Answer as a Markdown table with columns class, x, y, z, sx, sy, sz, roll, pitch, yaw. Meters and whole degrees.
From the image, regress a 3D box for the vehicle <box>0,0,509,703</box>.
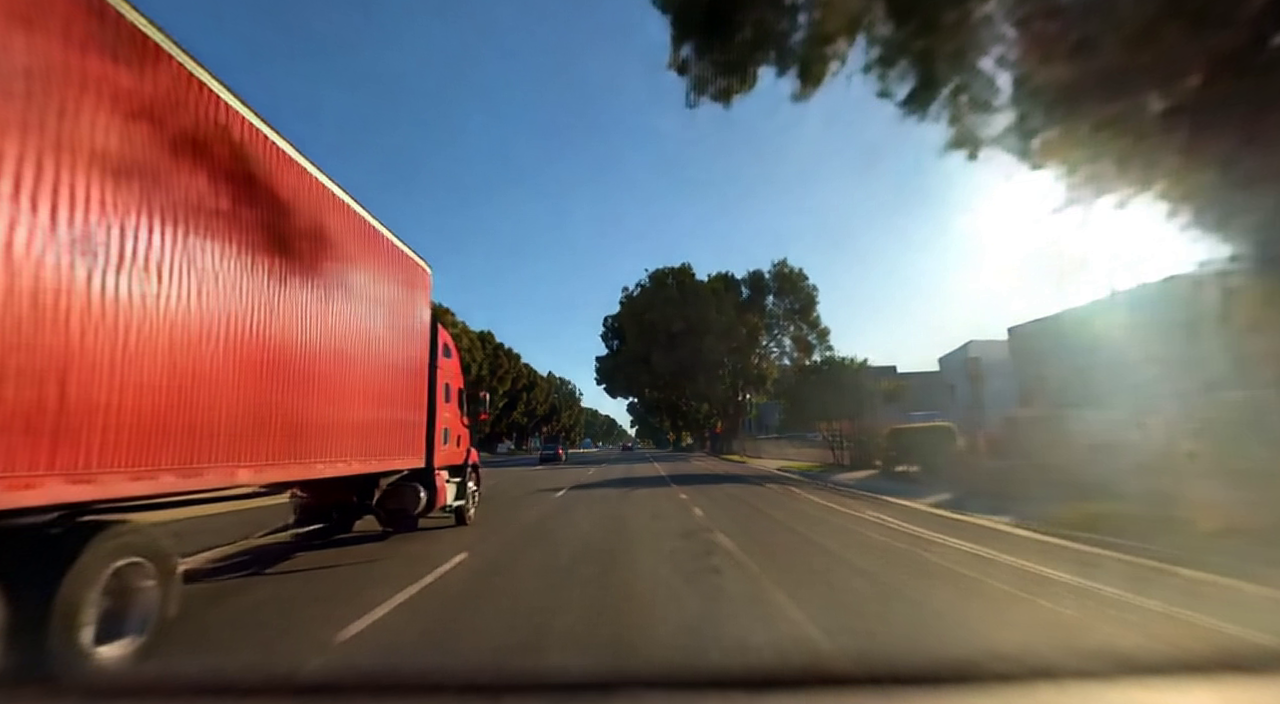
| class | x | y | z | sx | sy | sz | roll | pitch | yaw |
| --- | --- | --- | --- | --- | --- | --- | --- | --- | --- |
| vehicle | -3.501 | 0.318 | 5.217 | 2.910 | 3.419 | 8.376 | 0 | -8 | 1 |

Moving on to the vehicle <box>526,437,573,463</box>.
| class | x | y | z | sx | sy | sz | roll | pitch | yaw |
| --- | --- | --- | --- | --- | --- | --- | --- | --- | --- |
| vehicle | -6.999 | 7.691 | 49.818 | 2.743 | 1.832 | 7.257 | 0 | -8 | 0 |
